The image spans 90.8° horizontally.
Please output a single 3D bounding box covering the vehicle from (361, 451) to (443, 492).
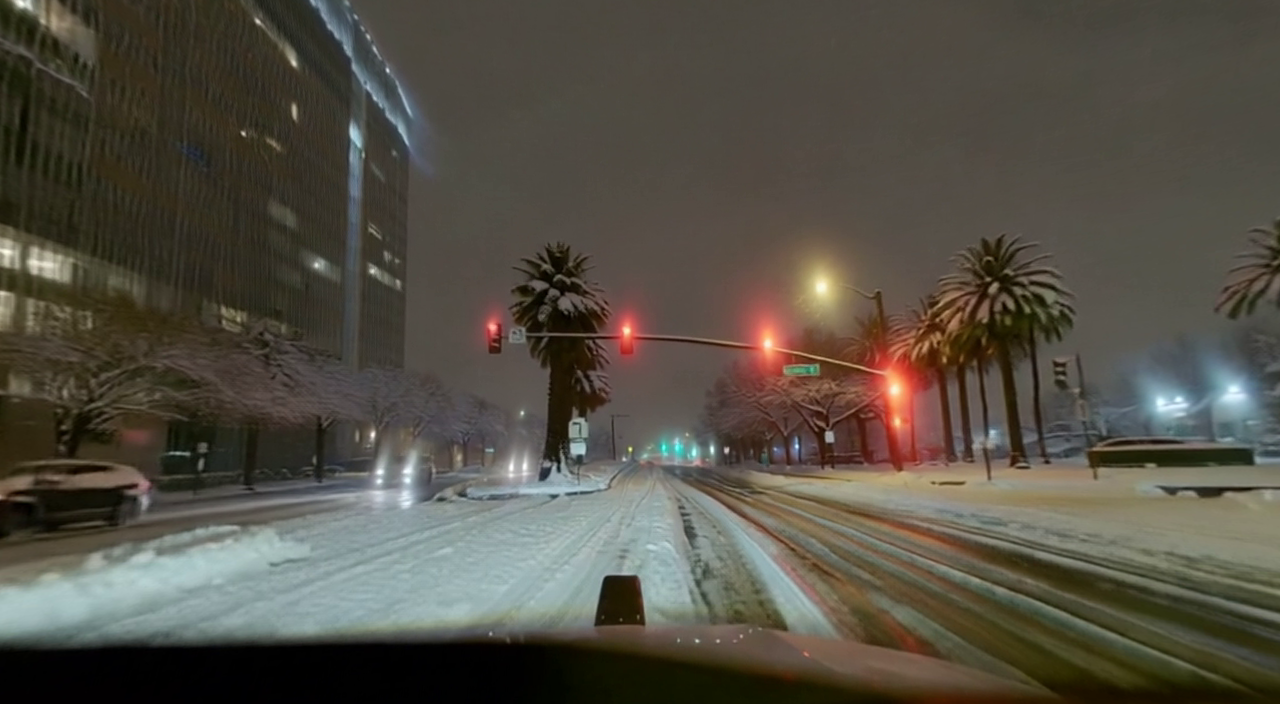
[{"bbox_3d":[-12.898,6.495,34.734,2.268,2.016,5.632,0,-9,0],"label":"vehicle"}]

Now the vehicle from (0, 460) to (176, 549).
[{"bbox_3d":[-12.935,3.223,13.989,2.038,1.624,4.292,0,-9,0],"label":"vehicle"}]
